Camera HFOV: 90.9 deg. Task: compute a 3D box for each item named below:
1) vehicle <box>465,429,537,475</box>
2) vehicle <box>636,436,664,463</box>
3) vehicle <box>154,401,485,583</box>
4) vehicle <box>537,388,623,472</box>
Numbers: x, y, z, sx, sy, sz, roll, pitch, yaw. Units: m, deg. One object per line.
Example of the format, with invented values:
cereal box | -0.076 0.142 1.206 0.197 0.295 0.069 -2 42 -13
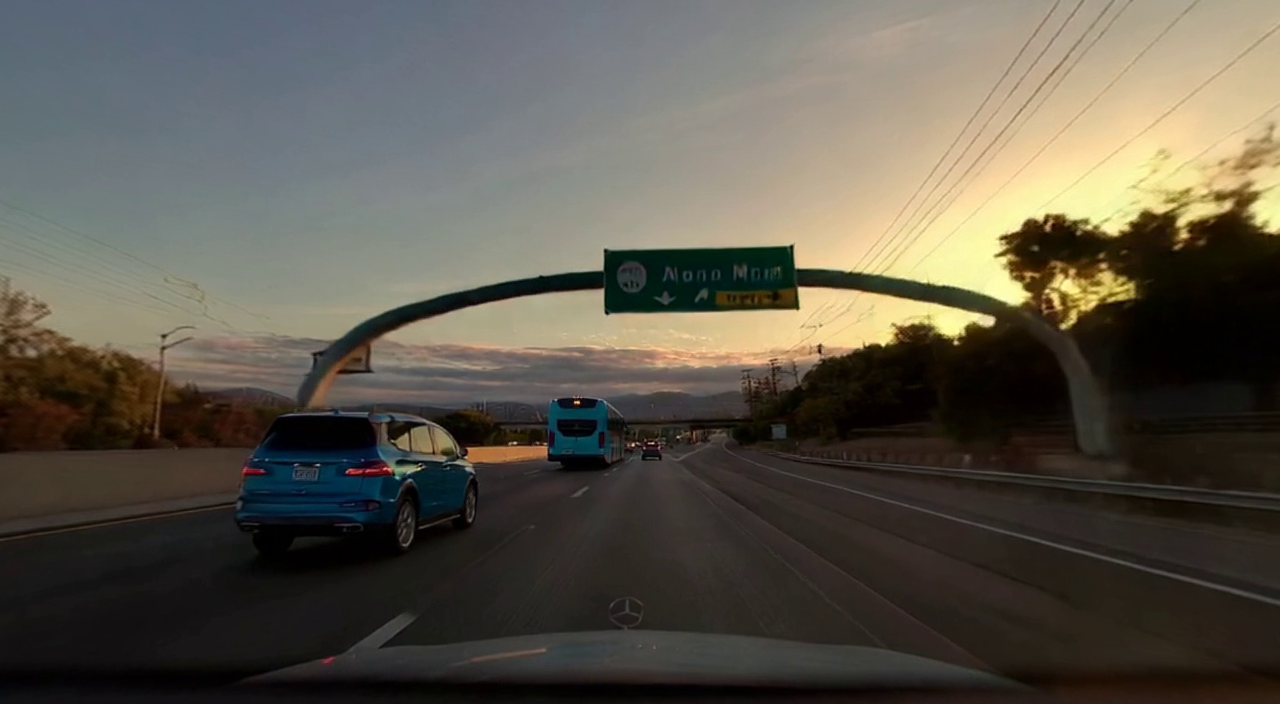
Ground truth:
vehicle | -7.006 5.136 32.518 2.282 2.116 6.030 0 -8 1
vehicle | 0.726 7.598 49.172 2.083 2.001 4.782 0 -9 0
vehicle | -3.619 1.664 8.247 2.021 1.730 4.223 0 -8 1
vehicle | -2.860 4.451 34.328 3.382 3.712 11.766 1 -9 1
